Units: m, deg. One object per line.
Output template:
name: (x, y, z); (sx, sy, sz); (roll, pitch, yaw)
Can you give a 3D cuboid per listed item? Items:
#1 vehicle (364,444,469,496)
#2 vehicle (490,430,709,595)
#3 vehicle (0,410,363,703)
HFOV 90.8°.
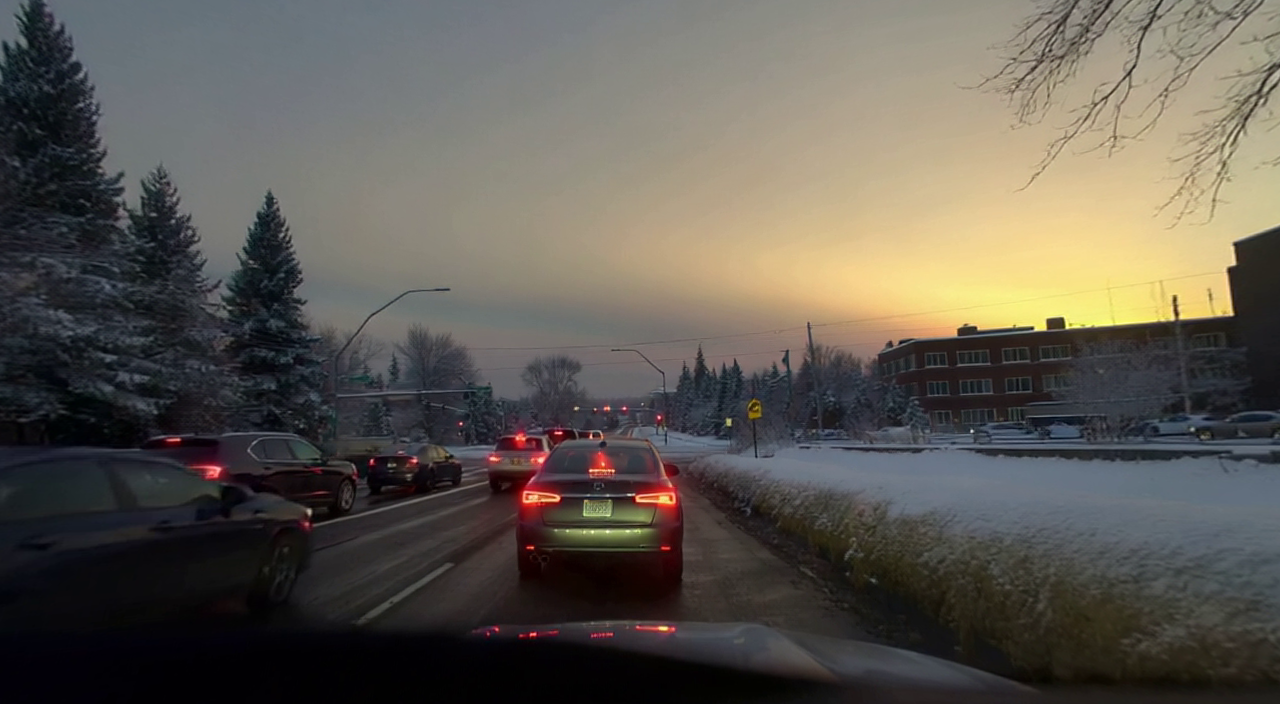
vehicle: (-7.346, 3.890, 21.268); (1.851, 1.532, 4.279); (0, -9, 1)
vehicle: (-0.394, 1.819, 8.014); (2.066, 1.544, 3.954); (0, -9, 0)
vehicle: (-3.984, 1.264, 4.467); (1.913, 1.521, 4.539); (0, -9, 1)
